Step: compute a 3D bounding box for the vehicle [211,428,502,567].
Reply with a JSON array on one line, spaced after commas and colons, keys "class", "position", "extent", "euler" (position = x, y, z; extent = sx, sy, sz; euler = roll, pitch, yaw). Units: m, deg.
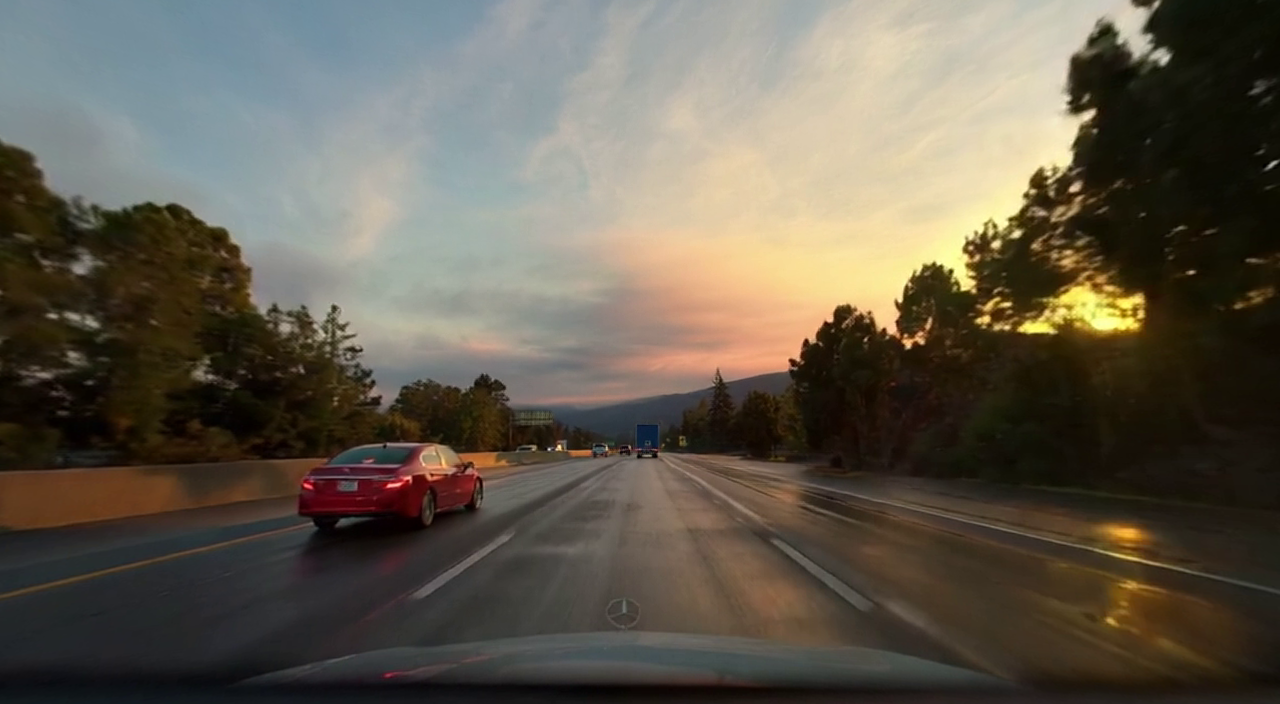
[{"class": "vehicle", "position": [-3.738, 2.025, 9.594], "extent": [1.999, 1.533, 4.870], "euler": [-1, -9, 2]}]
